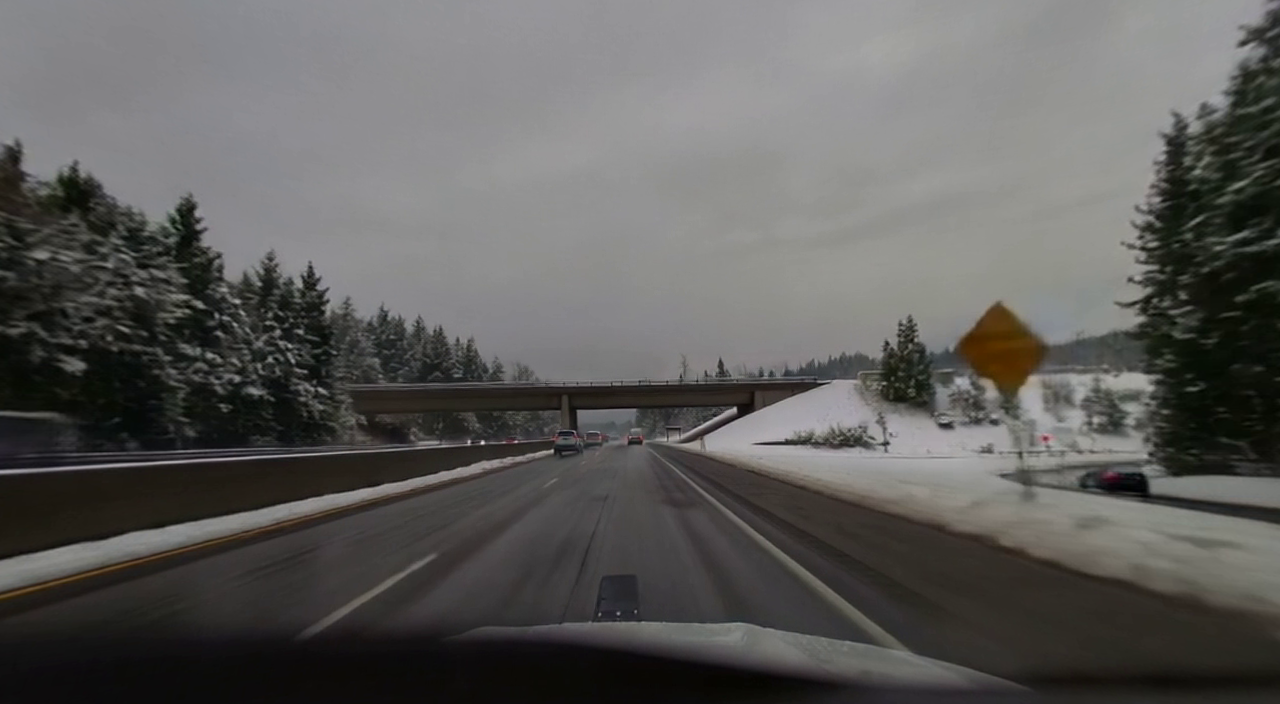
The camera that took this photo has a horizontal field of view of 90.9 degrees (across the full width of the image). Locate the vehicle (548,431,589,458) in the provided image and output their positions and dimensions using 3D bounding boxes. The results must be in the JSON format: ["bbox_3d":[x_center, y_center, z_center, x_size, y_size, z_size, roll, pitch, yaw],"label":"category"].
[{"bbox_3d":[-4.402,5.787,39.529,2.169,1.588,4.264,0,-8,-1],"label":"vehicle"}]

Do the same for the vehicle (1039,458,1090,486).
[{"bbox_3d":[28.013,7.870,41.697,2.033,1.565,4.672,-4,-9,25],"label":"vehicle"}]
